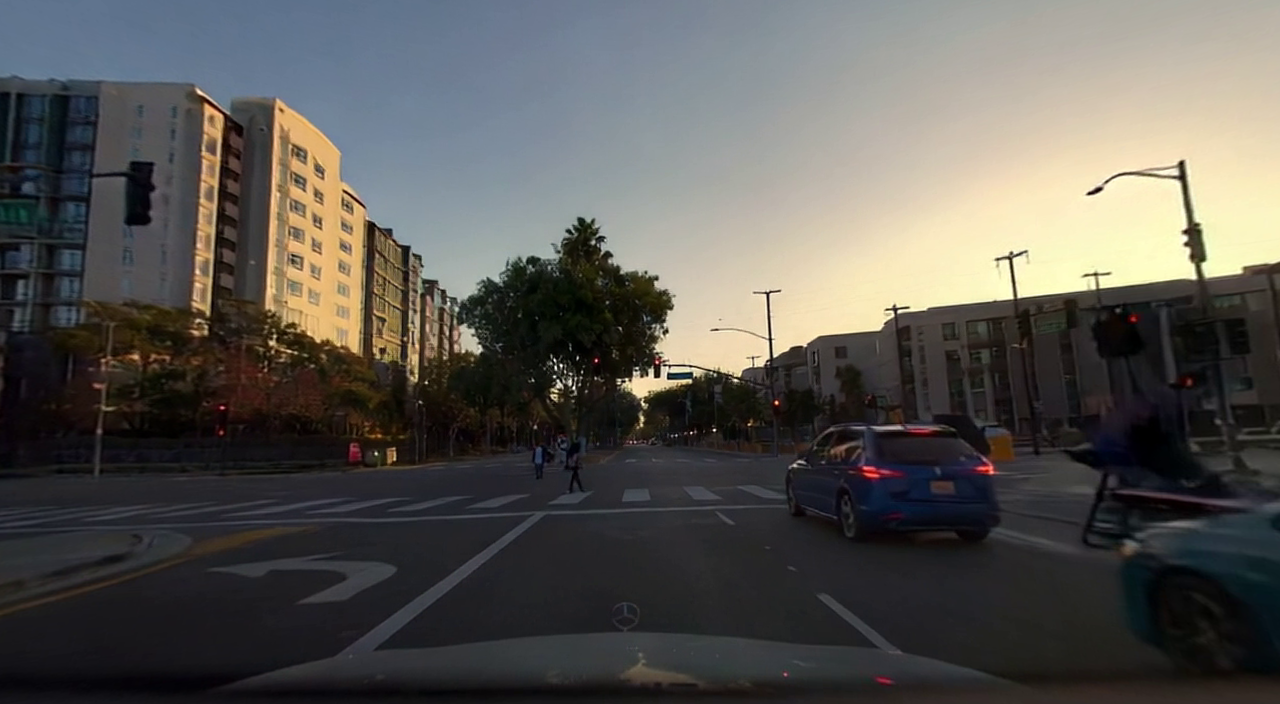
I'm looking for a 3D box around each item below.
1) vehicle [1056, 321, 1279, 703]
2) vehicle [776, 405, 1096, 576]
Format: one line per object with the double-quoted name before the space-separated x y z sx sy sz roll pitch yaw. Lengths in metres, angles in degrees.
"vehicle" 3.643 0.594 1.491 2.060 1.756 4.770 0 -8 0
"vehicle" 3.330 1.646 8.260 2.060 1.631 4.169 0 -9 -1
